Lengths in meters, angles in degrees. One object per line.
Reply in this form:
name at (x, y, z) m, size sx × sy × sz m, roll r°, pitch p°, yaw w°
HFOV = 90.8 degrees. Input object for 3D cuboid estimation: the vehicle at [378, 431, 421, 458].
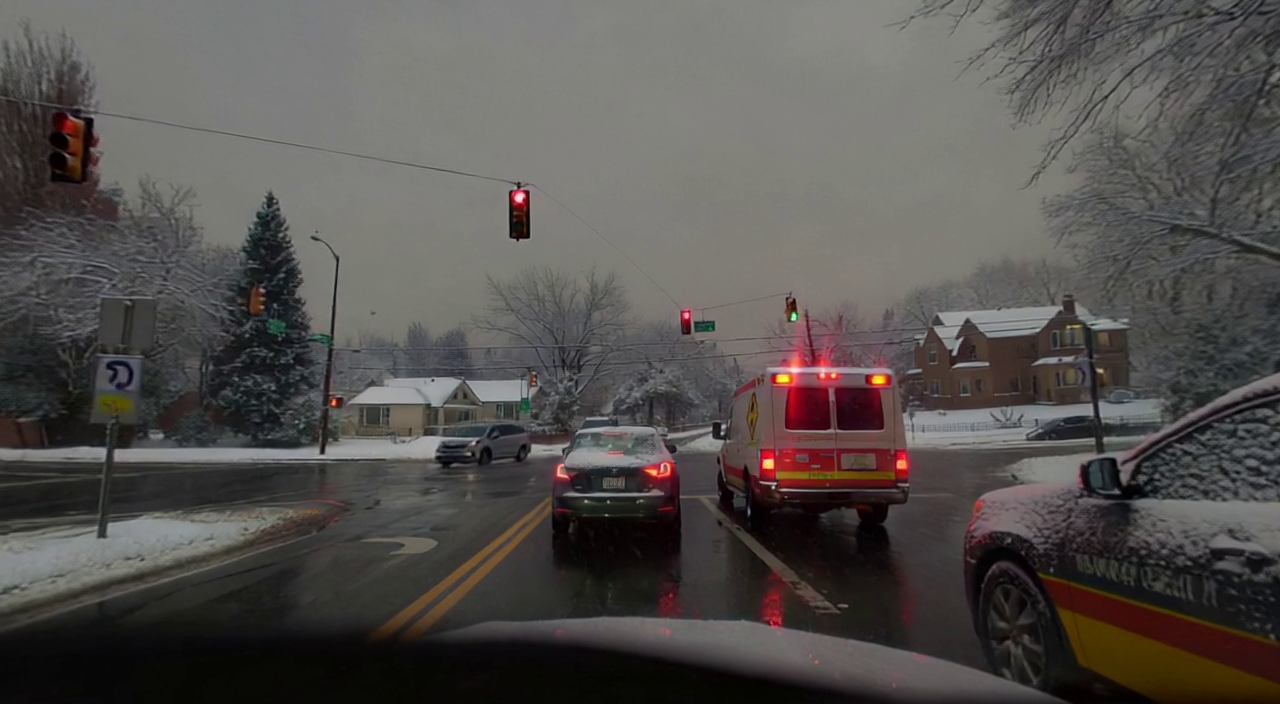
vehicle at (-17.754, 6.872, 46.868) m, size 2.246 × 1.880 × 4.454 m, roll 1°, pitch -8°, yaw -12°

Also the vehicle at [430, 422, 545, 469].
vehicle at (-6.959, 4.392, 29.700) m, size 2.349 × 1.988 × 5.813 m, roll -4°, pitch -9°, yaw 21°

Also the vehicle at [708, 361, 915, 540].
vehicle at (2.882, 1.879, 12.376) m, size 2.406 × 2.687 × 5.521 m, roll 0°, pitch -8°, yaw -1°

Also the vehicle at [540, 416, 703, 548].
vehicle at (-0.274, 1.973, 10.189) m, size 2.114 × 1.707 × 3.725 m, roll 0°, pitch -8°, yaw -1°

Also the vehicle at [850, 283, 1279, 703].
vehicle at (2.844, 0.896, 2.865) m, size 2.194 × 1.820 × 4.652 m, roll 0°, pitch -8°, yaw 0°
